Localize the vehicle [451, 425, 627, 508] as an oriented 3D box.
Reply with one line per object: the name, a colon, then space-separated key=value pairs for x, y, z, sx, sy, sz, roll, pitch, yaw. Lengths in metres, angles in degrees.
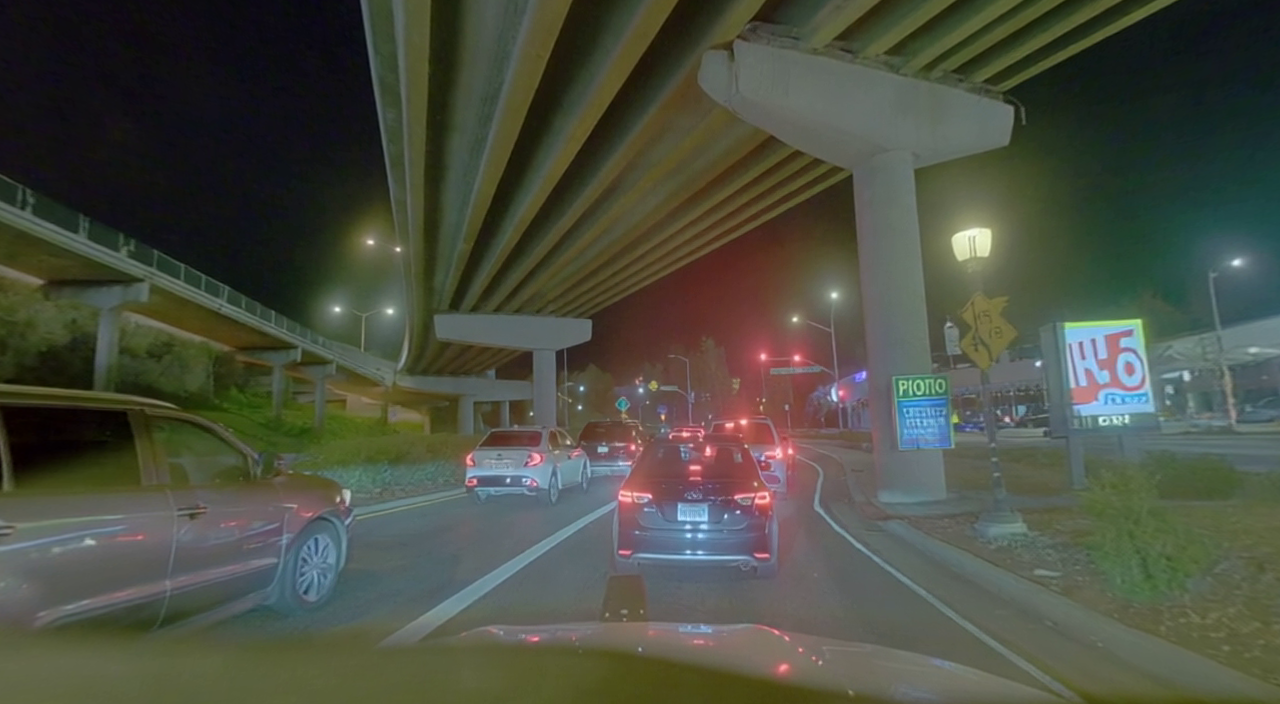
vehicle: x=-1.976 y=2.482 z=14.171 sx=2.214 sy=1.519 sz=4.704 roll=-2 pitch=-9 yaw=14

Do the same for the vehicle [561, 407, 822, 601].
vehicle: x=0.737 y=1.590 z=7.548 sx=2.195 sy=1.571 sz=4.353 roll=-2 pitch=-8 yaw=9

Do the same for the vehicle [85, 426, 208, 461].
vehicle: x=-30.608 y=5.689 z=39.286 sx=5.457 sy=2.021 sz=2.213 roll=2 pitch=-9 yaw=-13

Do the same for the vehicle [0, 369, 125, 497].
vehicle: x=-24.372 y=2.736 z=19.322 sx=13.064 sy=3.755 sz=3.269 roll=-1 pitch=-8 yaw=-13
